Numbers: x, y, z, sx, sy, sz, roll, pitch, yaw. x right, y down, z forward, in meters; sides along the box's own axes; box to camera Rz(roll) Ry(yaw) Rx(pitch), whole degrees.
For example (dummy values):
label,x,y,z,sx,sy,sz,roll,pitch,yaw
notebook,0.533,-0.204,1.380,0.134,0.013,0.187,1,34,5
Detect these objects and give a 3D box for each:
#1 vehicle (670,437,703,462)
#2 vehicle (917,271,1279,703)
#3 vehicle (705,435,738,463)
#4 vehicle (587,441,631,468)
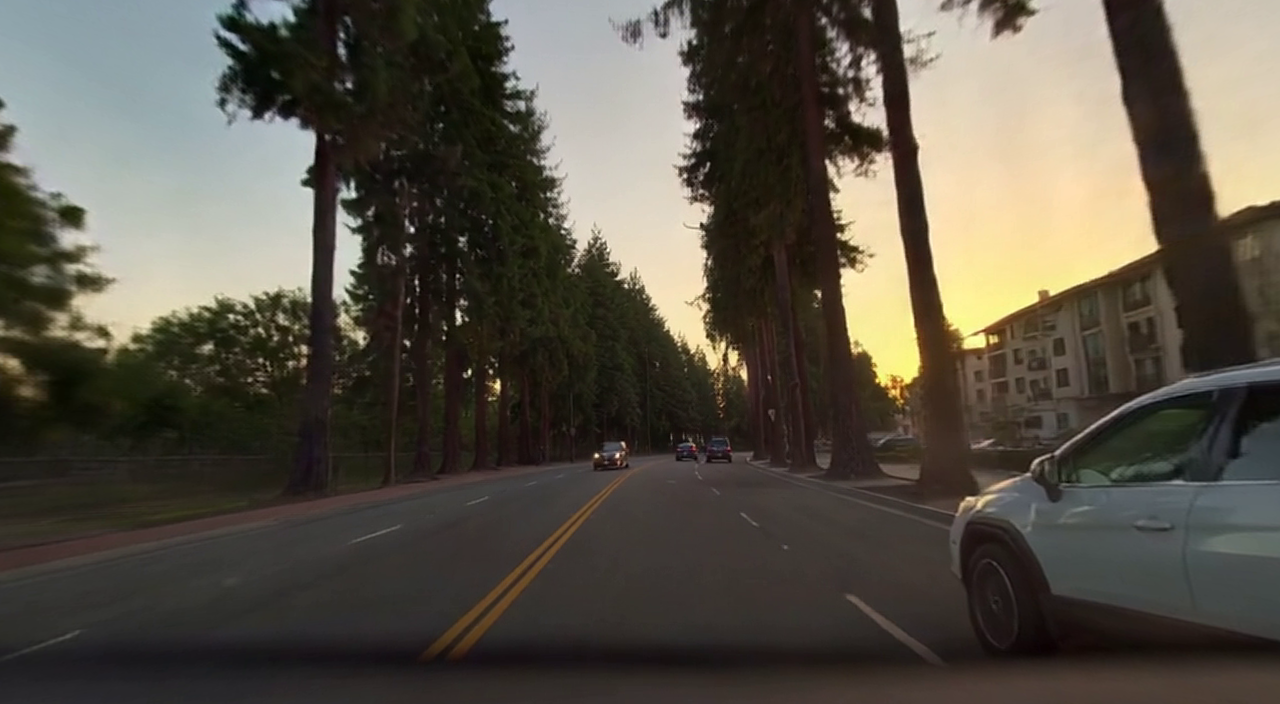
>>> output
label,x,y,z,sx,sy,sz,roll,pitch,yaw
vehicle,3.756,7.688,49.790,2.158,1.852,4.485,-2,-9,10
vehicle,3.241,0.690,2.178,2.219,1.881,5.104,0,-8,0
vehicle,5.490,6.573,42.518,2.069,1.791,4.422,-1,-8,6
vehicle,-1.808,6.153,37.843,1.958,1.538,4.081,-1,-8,6
